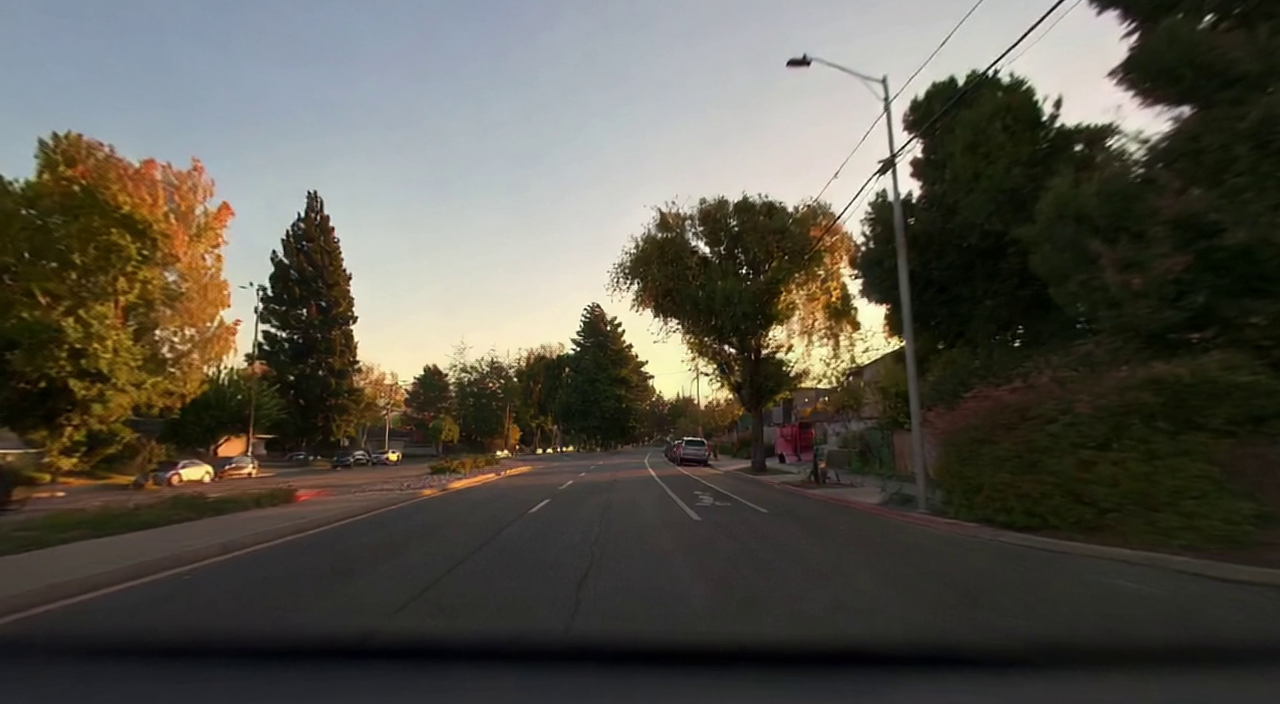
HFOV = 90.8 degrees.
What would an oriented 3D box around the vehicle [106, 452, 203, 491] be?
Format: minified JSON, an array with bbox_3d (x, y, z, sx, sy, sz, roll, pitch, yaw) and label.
[{"bbox_3d":[-24.820,6.102,32.508,1.864,1.575,4.149,-3,-7,-3],"label":"vehicle"}]

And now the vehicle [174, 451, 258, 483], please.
[{"bbox_3d":[-24.997,6.754,37.478,1.999,1.720,4.253,0,-9,0],"label":"vehicle"}]

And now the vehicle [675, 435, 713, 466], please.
[{"bbox_3d":[3.131,5.834,37.441,2.013,1.710,4.403,0,-9,2],"label":"vehicle"}]
